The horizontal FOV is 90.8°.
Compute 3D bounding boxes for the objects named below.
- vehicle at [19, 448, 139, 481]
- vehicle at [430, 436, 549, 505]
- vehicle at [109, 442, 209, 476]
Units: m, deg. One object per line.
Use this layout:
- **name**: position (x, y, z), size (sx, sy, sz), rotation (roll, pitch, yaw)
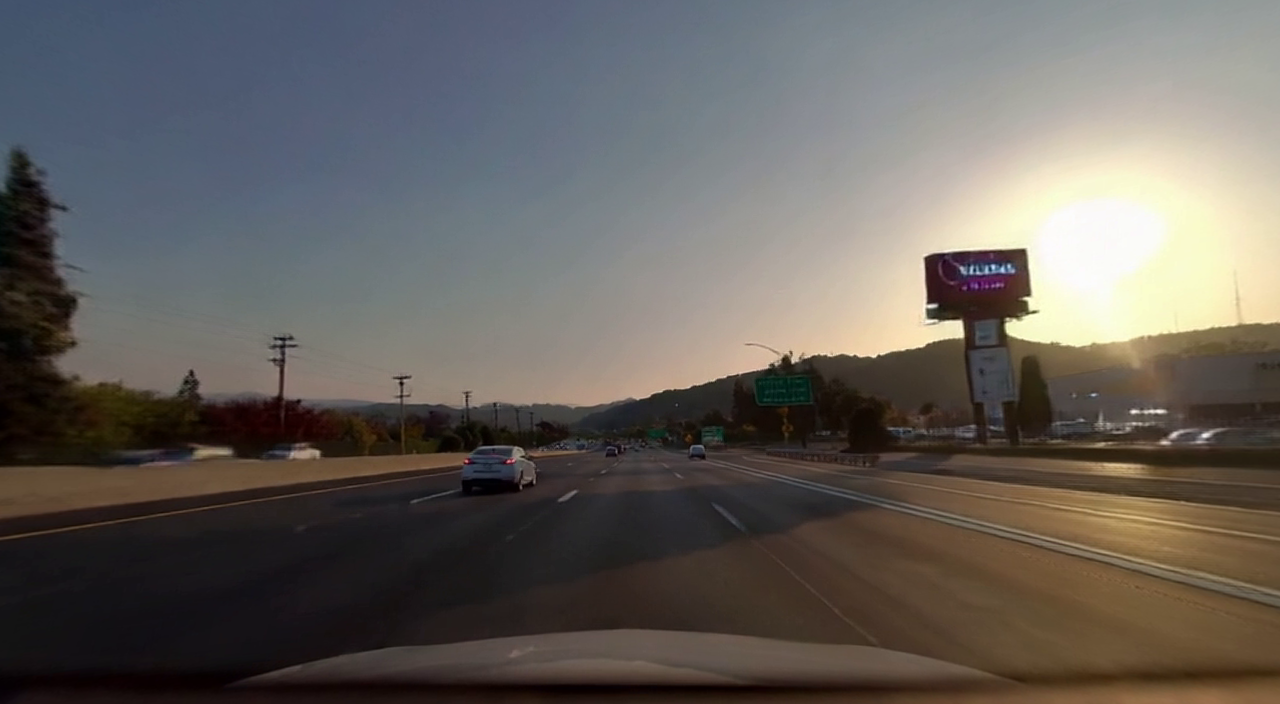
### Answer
- **vehicle**: position (-26.321, 5.259, 29.822), size (2.068, 1.429, 3.894), rotation (0, -9, 0)
- **vehicle**: position (-3.658, 2.962, 16.203), size (1.939, 1.508, 4.272), rotation (0, -9, 1)
- **vehicle**: position (-22.663, 5.023, 29.922), size (1.806, 1.480, 3.620), rotation (0, -9, 1)
